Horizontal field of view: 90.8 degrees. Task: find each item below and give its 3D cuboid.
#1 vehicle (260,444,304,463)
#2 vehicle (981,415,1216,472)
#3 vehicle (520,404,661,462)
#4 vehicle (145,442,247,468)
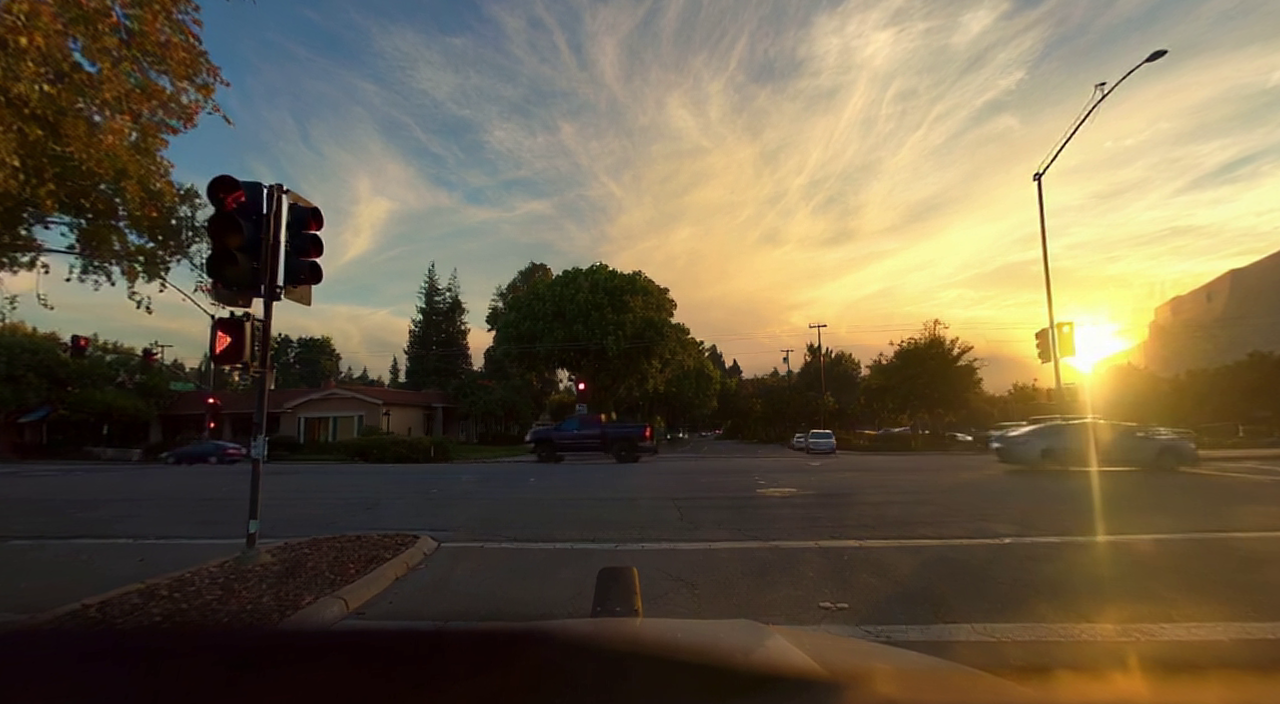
[{"bbox_3d":[-28.029,7.918,49.565,2.235,1.417,4.272,3,-9,-19],"label":"vehicle"},{"bbox_3d":[12.638,2.576,17.789,4.836,1.445,2.057,-2,-9,10],"label":"vehicle"},{"bbox_3d":[-2.841,4.813,37.096,7.790,3.197,2.653,-2,-9,10],"label":"vehicle"},{"bbox_3d":[-26.110,6.036,37.185,4.860,1.441,1.934,-2,-8,10],"label":"vehicle"}]
